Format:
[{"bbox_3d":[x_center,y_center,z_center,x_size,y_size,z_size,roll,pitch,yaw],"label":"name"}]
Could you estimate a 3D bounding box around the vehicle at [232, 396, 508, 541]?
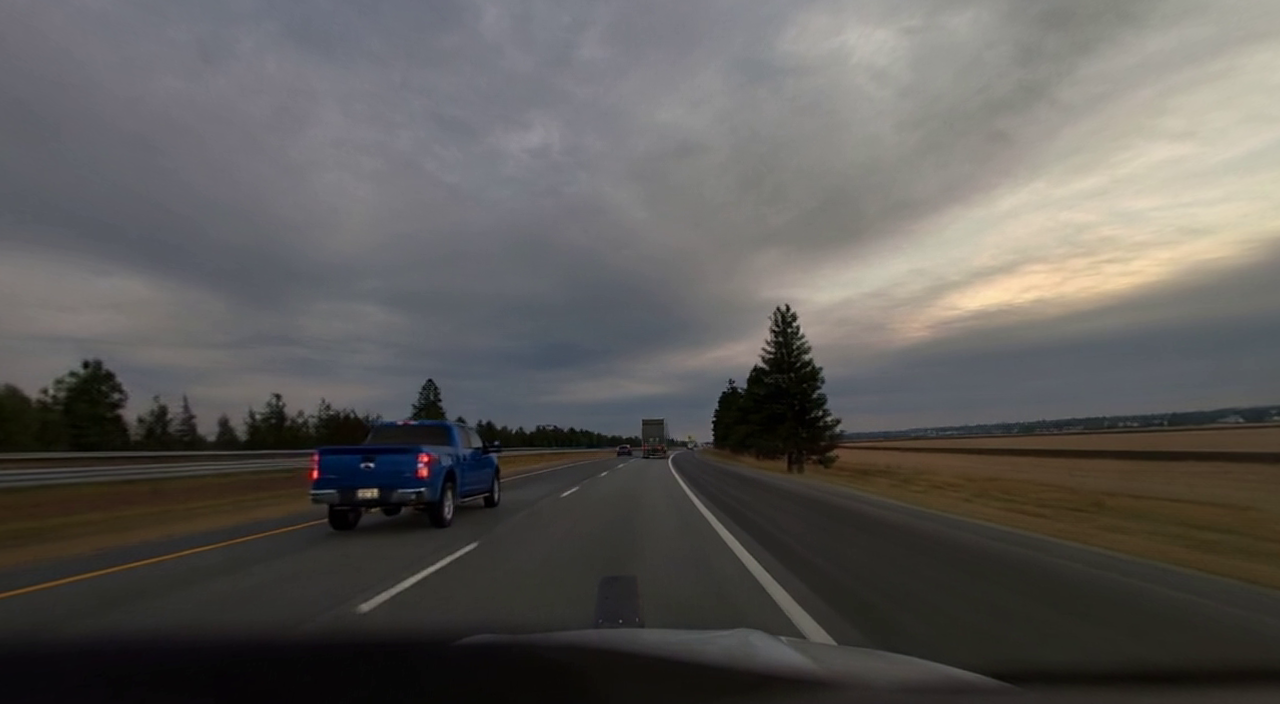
[{"bbox_3d":[-3.934,1.848,10.505,2.295,1.815,4.983,0,-9,1],"label":"vehicle"}]
